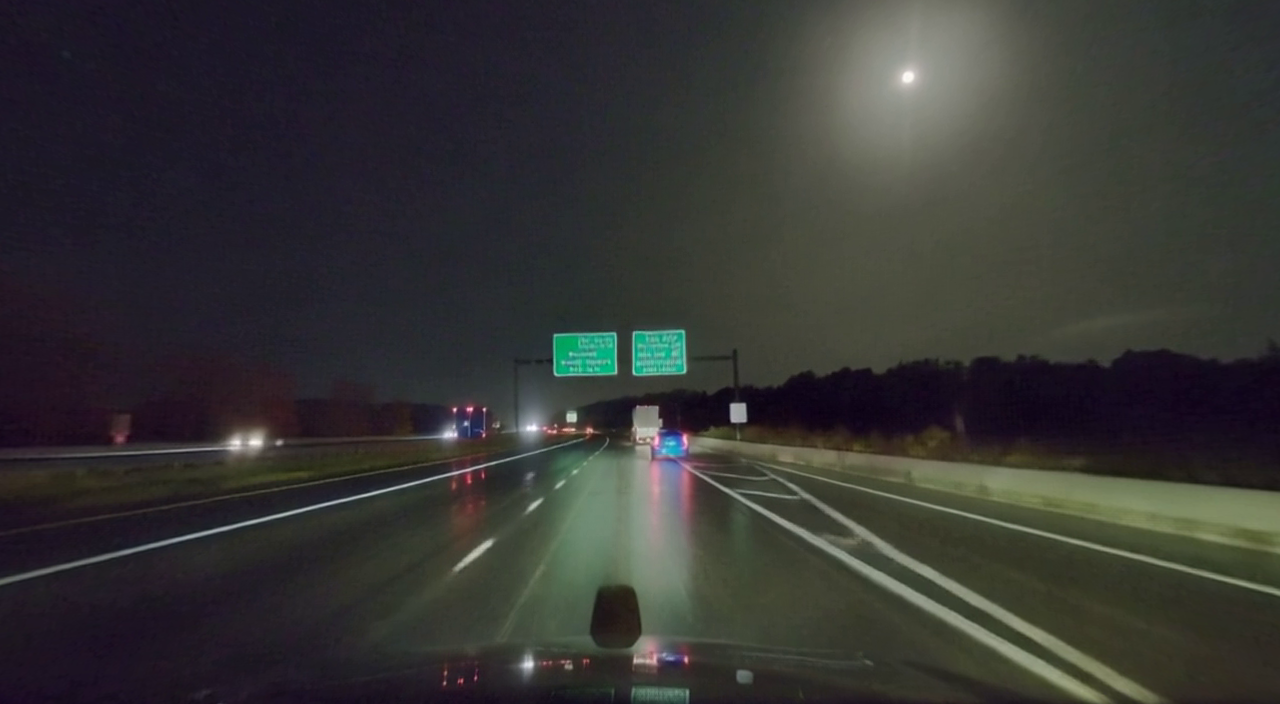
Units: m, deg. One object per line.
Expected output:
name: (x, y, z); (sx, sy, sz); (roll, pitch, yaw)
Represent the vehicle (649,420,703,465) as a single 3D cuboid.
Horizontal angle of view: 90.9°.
vehicle: (1.584, 4.173, 29.201); (2.076, 1.914, 4.287); (0, -8, -2)
